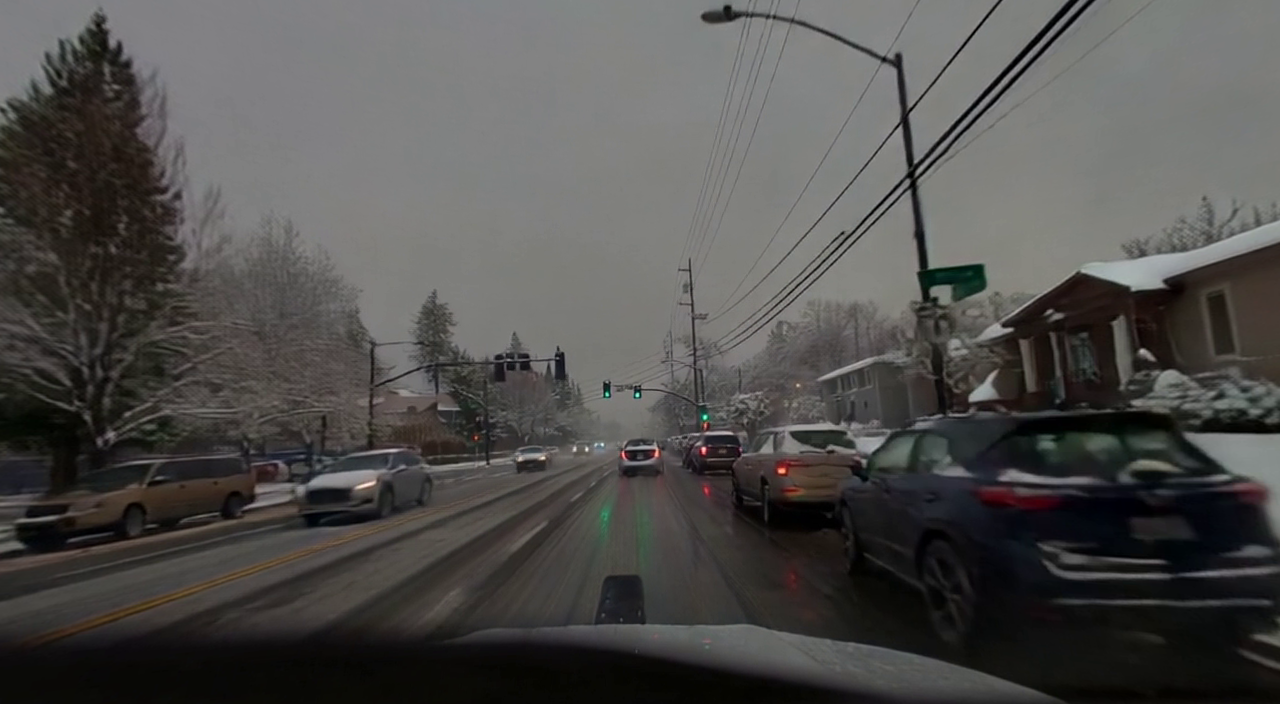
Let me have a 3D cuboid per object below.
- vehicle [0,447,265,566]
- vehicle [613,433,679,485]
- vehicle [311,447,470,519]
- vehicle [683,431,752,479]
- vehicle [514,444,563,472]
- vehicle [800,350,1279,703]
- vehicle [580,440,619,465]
[{"bbox_3d":[-11.902,3.468,15.211,2.264,2.010,5.742,-5,-7,0],"label":"vehicle"},{"bbox_3d":[0.182,3.627,21.664,2.041,1.575,4.304,0,-8,0],"label":"vehicle"},{"bbox_3d":[-5.901,3.116,15.704,1.987,1.478,4.693,0,-8,1],"label":"vehicle"},{"bbox_3d":[2.973,4.073,25.236,2.060,1.733,4.639,0,-8,-2],"label":"vehicle"},{"bbox_3d":[-5.855,6.198,37.129,1.981,1.498,4.701,0,-8,2],"label":"vehicle"},{"bbox_3d":[2.783,1.155,4.768,1.974,1.696,4.461,0,-8,0],"label":"vehicle"},{"bbox_3d":[-2.557,6.504,40.904,2.117,1.528,4.277,0,-8,1],"label":"vehicle"}]
